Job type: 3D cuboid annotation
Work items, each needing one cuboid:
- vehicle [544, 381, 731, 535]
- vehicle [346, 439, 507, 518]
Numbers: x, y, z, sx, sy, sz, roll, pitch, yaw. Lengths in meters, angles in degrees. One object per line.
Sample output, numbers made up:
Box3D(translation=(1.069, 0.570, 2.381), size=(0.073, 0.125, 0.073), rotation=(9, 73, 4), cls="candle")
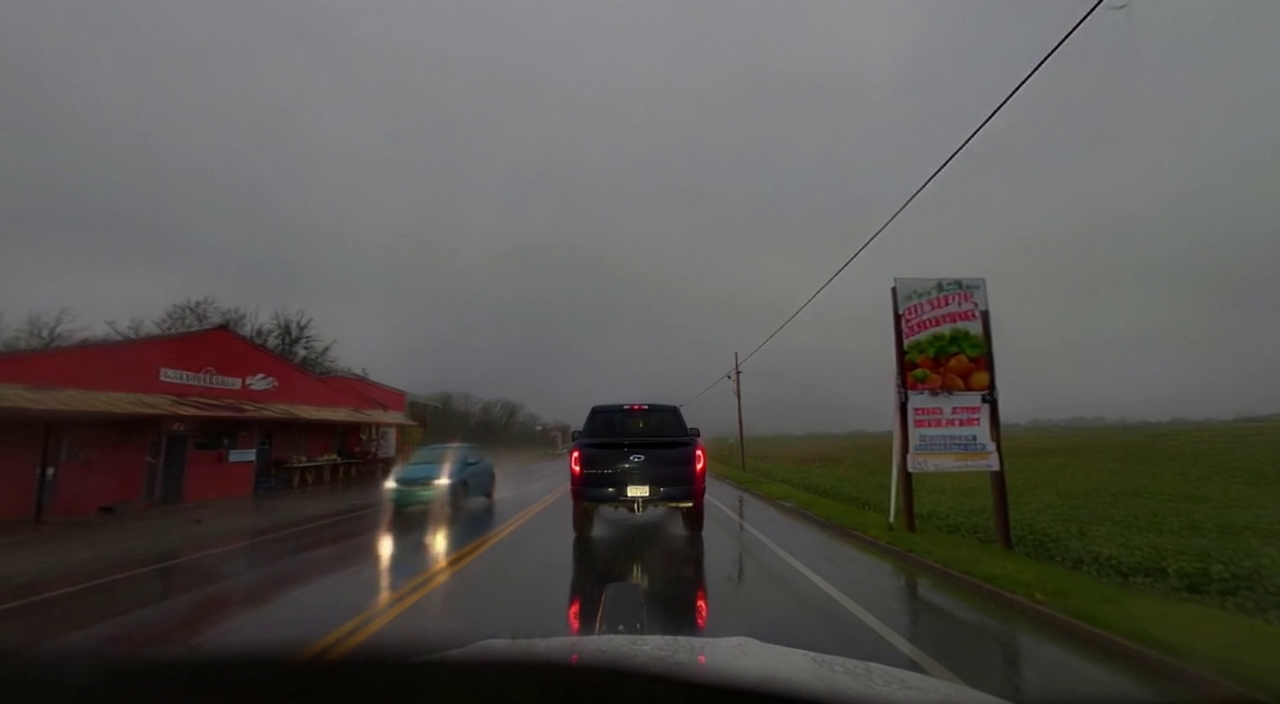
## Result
Box3D(translation=(-0.116, 1.970, 12.182), size=(2.693, 2.223, 5.885), rotation=(0, -8, -2), cls="vehicle")
Box3D(translation=(-4.520, 2.730, 14.231), size=(2.121, 1.473, 4.390), rotation=(0, -8, -1), cls="vehicle")
